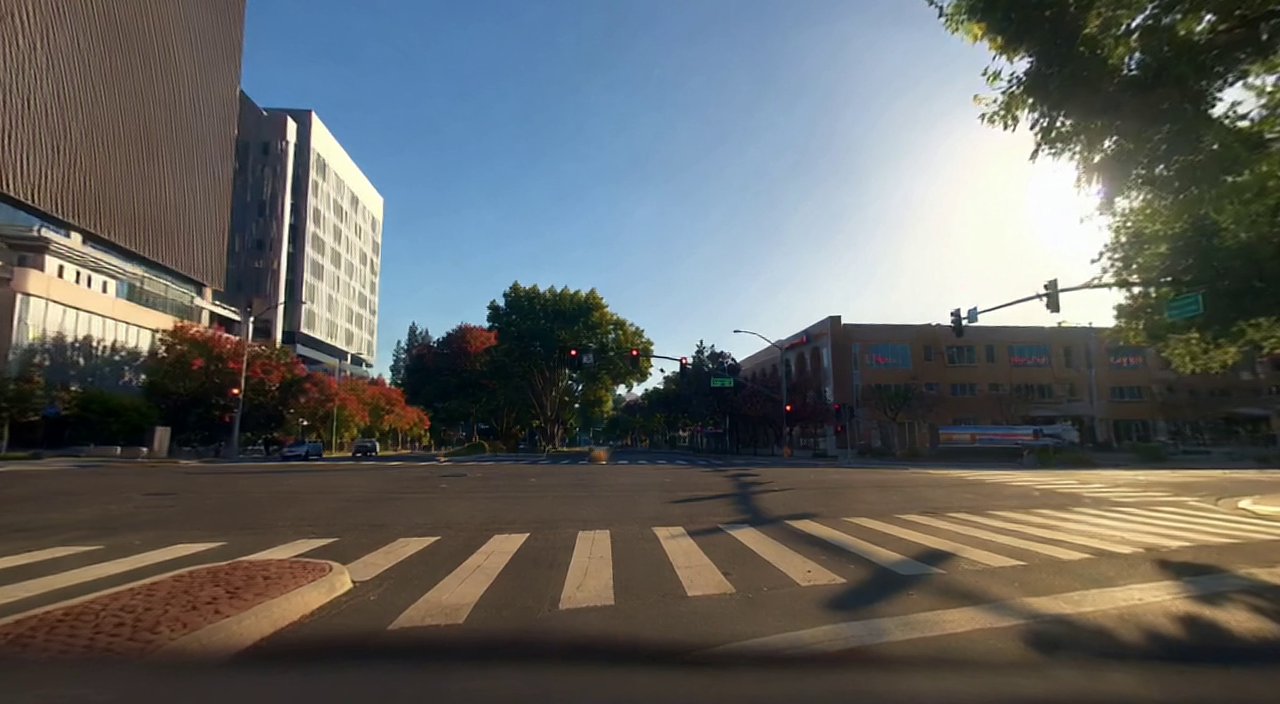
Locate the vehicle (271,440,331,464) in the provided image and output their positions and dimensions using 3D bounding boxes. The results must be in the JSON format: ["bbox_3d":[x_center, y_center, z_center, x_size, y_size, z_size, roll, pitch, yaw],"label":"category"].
[{"bbox_3d":[-21.880,6.456,40.935,2.005,1.496,4.020,1,-9,-6],"label":"vehicle"}]
